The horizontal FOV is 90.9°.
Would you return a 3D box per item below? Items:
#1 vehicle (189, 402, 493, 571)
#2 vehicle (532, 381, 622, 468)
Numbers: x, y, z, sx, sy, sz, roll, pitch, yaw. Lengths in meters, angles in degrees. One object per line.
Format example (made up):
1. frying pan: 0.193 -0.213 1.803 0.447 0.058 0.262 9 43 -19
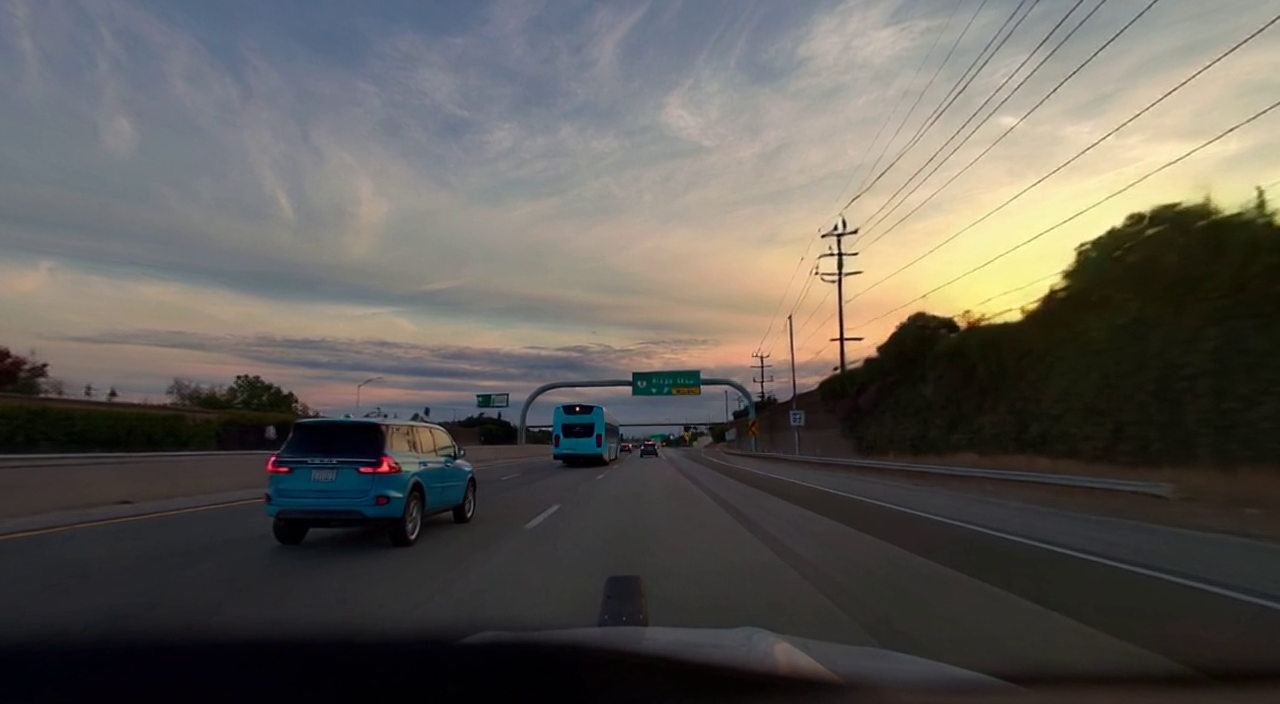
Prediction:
1. vehicle: -3.592 1.702 8.679 2.021 1.730 4.223 0 -8 1
2. vehicle: -2.897 4.097 33.320 3.382 3.712 11.766 1 -9 1
